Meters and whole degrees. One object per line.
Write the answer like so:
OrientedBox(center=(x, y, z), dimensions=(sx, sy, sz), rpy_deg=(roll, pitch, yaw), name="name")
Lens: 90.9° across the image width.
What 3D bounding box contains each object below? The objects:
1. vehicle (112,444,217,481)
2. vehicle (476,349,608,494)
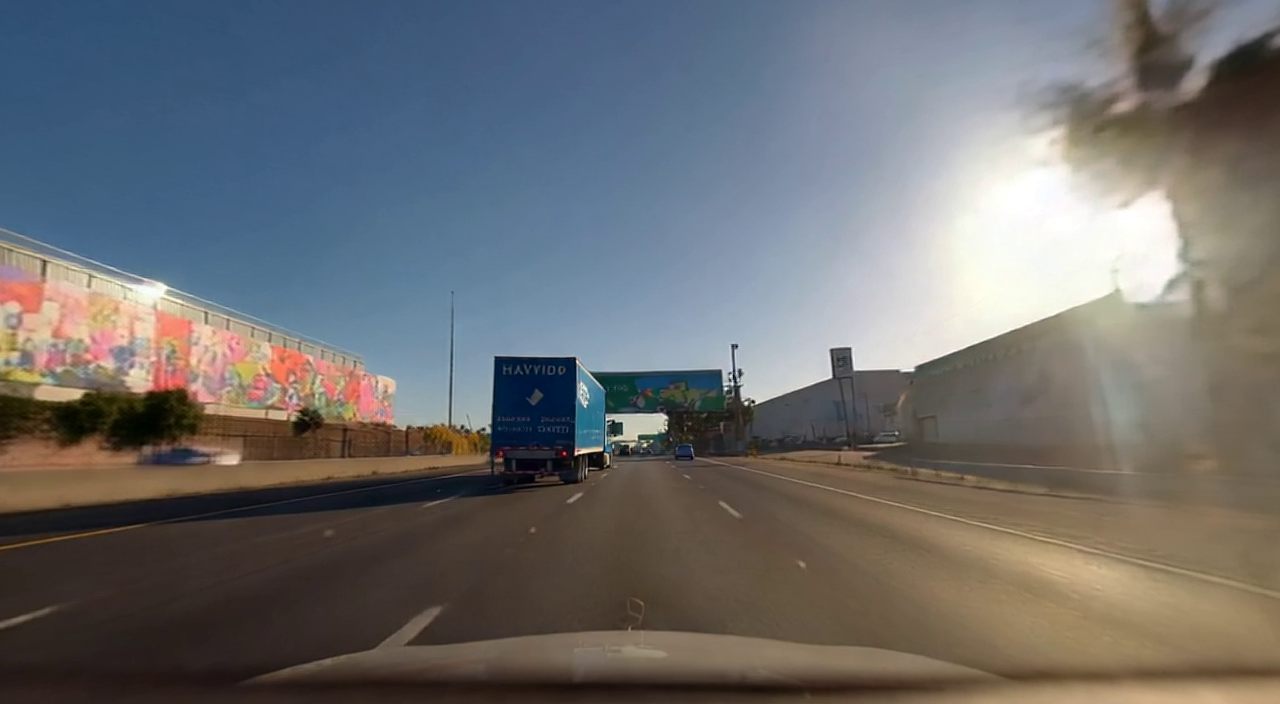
OrientedBox(center=(-25.163, 5.827, 33.611), dimensions=(1.998, 1.774, 4.526), rpy_deg=(0, -8, 1), name="vehicle")
OrientedBox(center=(-2.988, 2.520, 22.255), dimensions=(2.977, 4.048, 8.890), rpy_deg=(-1, -7, 2), name="vehicle")
